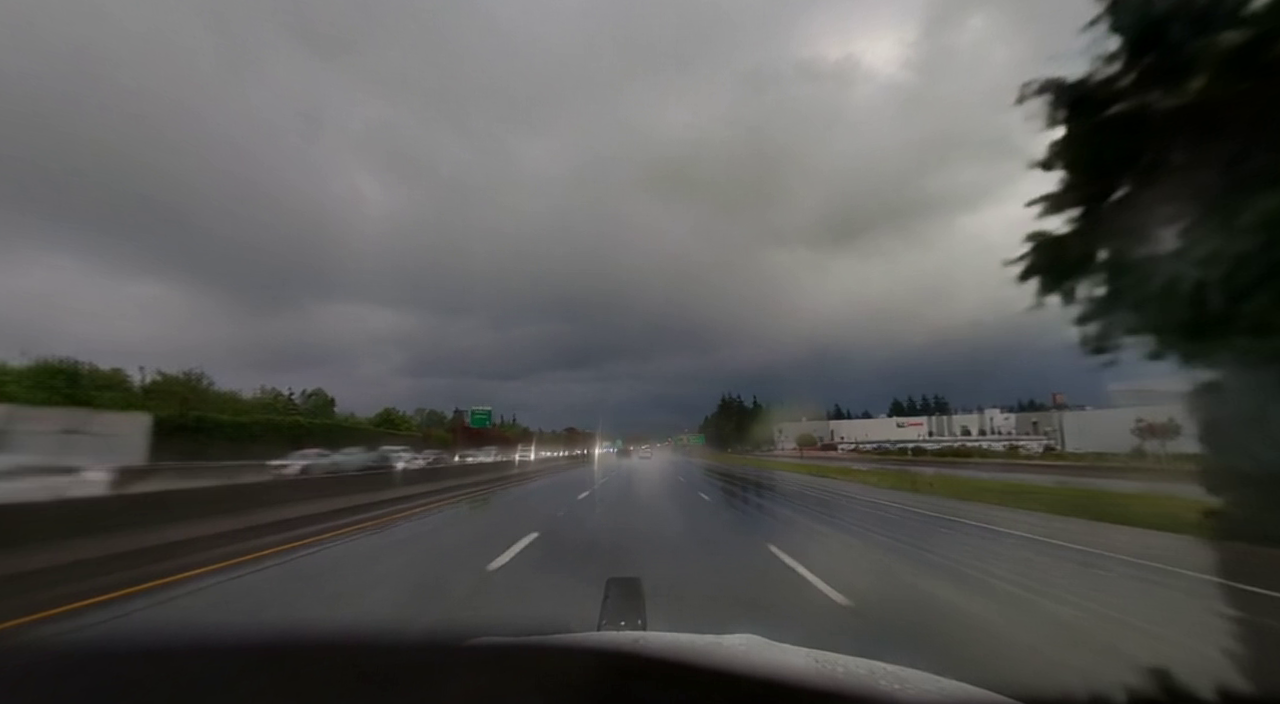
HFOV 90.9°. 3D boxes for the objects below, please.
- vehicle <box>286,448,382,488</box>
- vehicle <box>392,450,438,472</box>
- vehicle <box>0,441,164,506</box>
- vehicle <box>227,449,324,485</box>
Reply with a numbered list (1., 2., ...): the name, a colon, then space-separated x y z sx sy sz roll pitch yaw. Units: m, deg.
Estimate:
1. vehicle: -12.025 4.568 25.073 1.814 1.438 3.897 -1 -9 1
2. vehicle: -16.015 7.765 45.068 1.835 1.455 3.673 -1 -9 2
3. vehicle: -16.042 3.346 17.733 1.888 1.584 4.228 0 -9 1
4. vehicle: -16.205 5.113 28.300 1.793 1.452 4.239 0 -9 0
